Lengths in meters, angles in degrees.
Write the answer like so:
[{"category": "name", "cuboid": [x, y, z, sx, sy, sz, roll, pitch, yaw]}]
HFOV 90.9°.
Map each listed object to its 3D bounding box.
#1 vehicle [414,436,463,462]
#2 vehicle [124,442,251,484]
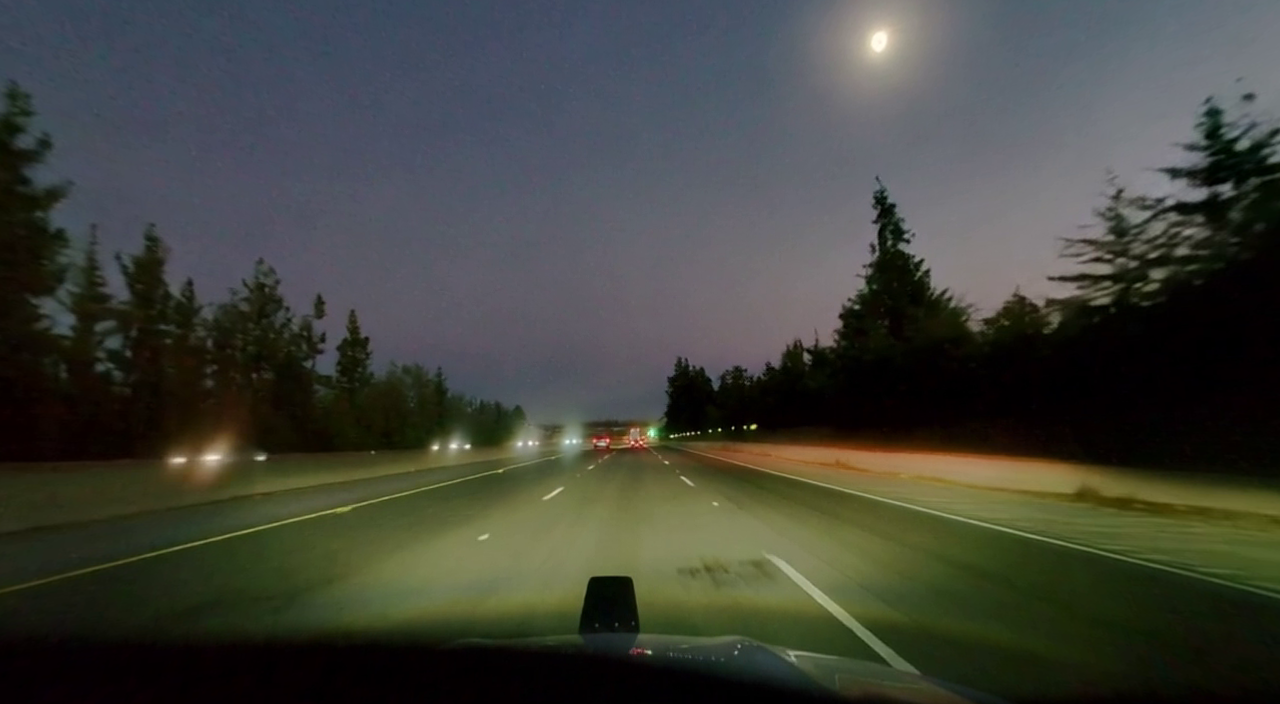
[{"category": "vehicle", "cuboid": [-13.051, 6.287, 40.983, 1.859, 1.582, 4.220, 0, -8, -1]}, {"category": "vehicle", "cuboid": [-17.573, 4.288, 24.755, 1.826, 1.498, 4.295, 0, -8, 0]}]
